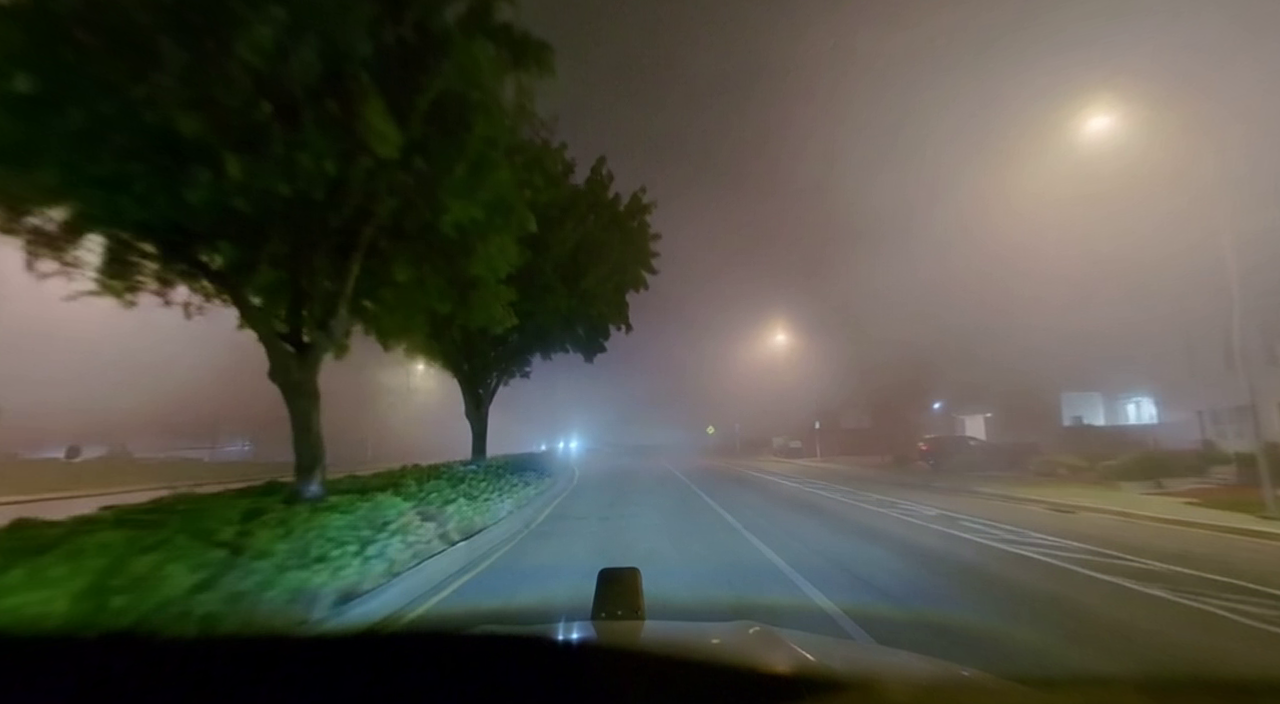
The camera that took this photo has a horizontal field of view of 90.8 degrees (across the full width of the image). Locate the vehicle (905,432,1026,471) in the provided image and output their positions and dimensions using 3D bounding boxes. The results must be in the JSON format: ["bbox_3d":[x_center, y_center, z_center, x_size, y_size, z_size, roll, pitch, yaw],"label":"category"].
[{"bbox_3d":[15.507,4.759,30.324,4.605,1.779,2.135,0,-9,0],"label":"vehicle"}]

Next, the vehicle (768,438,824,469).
[{"bbox_3d":[9.410,6.164,38.534,2.096,1.703,4.583,1,-9,-2],"label":"vehicle"}]
